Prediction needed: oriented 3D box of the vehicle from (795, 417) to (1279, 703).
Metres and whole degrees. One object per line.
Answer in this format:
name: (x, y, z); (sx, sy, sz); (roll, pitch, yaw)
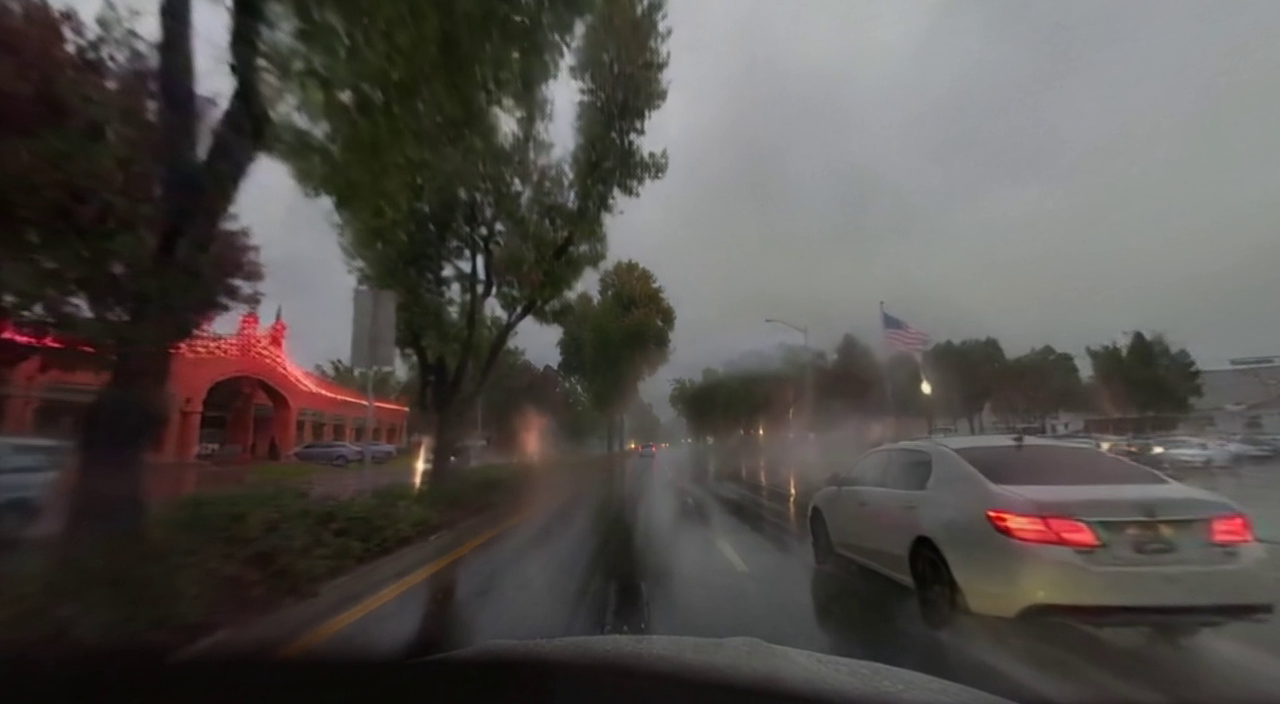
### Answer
vehicle: (3.014, 1.417, 5.499); (2.091, 1.472, 4.697); (0, -8, 0)

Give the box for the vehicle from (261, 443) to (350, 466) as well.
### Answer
vehicle: (-23.156, 7.121, 43.817); (4.980, 1.521, 2.089); (0, -8, 0)

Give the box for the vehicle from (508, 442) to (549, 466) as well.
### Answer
vehicle: (-7.597, 6.981, 43.257); (1.904, 1.501, 4.313); (0, -8, 2)

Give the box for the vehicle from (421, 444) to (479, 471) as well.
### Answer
vehicle: (-11.340, 6.323, 37.942); (1.938, 1.487, 4.623); (0, -8, 1)
